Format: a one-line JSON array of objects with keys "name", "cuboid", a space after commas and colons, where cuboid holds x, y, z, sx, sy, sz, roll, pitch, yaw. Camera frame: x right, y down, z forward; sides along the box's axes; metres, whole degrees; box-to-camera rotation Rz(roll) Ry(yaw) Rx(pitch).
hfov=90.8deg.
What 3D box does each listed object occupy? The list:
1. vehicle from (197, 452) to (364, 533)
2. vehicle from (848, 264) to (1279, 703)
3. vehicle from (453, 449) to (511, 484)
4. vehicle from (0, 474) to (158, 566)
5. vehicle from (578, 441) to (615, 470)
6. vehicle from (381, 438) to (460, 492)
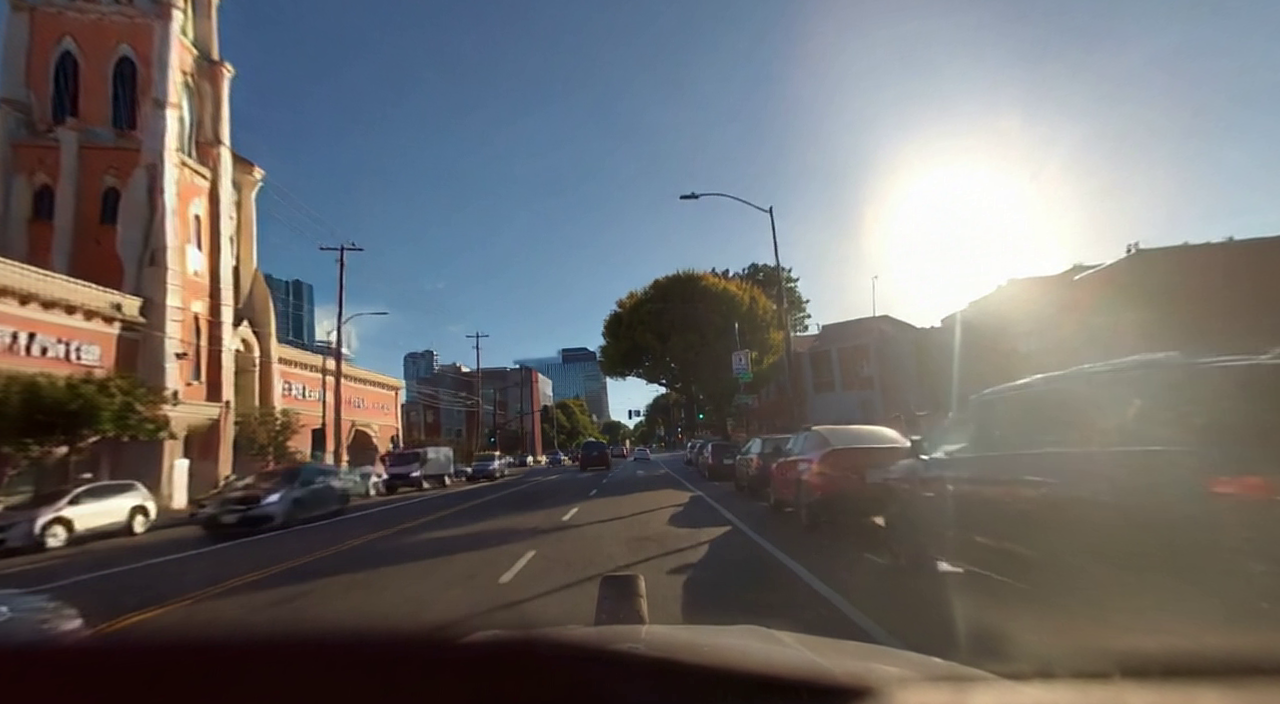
[{"name": "vehicle", "cuboid": [-8.915, 3.465, 16.163, 1.842, 1.735, 4.066, 0, -9, 0]}, {"name": "vehicle", "cuboid": [3.452, 1.010, 4.622, 2.124, 1.975, 5.131, 0, -8, 0]}, {"name": "vehicle", "cuboid": [-8.926, 6.452, 36.042, 2.078, 1.810, 4.568, 0, -9, 1]}, {"name": "vehicle", "cuboid": [-15.469, 4.222, 16.436, 2.014, 1.846, 4.920, 0, -8, -1]}, {"name": "vehicle", "cuboid": [-3.098, 7.530, 46.222, 2.293, 1.936, 4.737, 0, -8, 1]}, {"name": "vehicle", "cuboid": [-12.225, 6.302, 35.713, 2.410, 2.733, 5.630, 0, -8, 0]}]
